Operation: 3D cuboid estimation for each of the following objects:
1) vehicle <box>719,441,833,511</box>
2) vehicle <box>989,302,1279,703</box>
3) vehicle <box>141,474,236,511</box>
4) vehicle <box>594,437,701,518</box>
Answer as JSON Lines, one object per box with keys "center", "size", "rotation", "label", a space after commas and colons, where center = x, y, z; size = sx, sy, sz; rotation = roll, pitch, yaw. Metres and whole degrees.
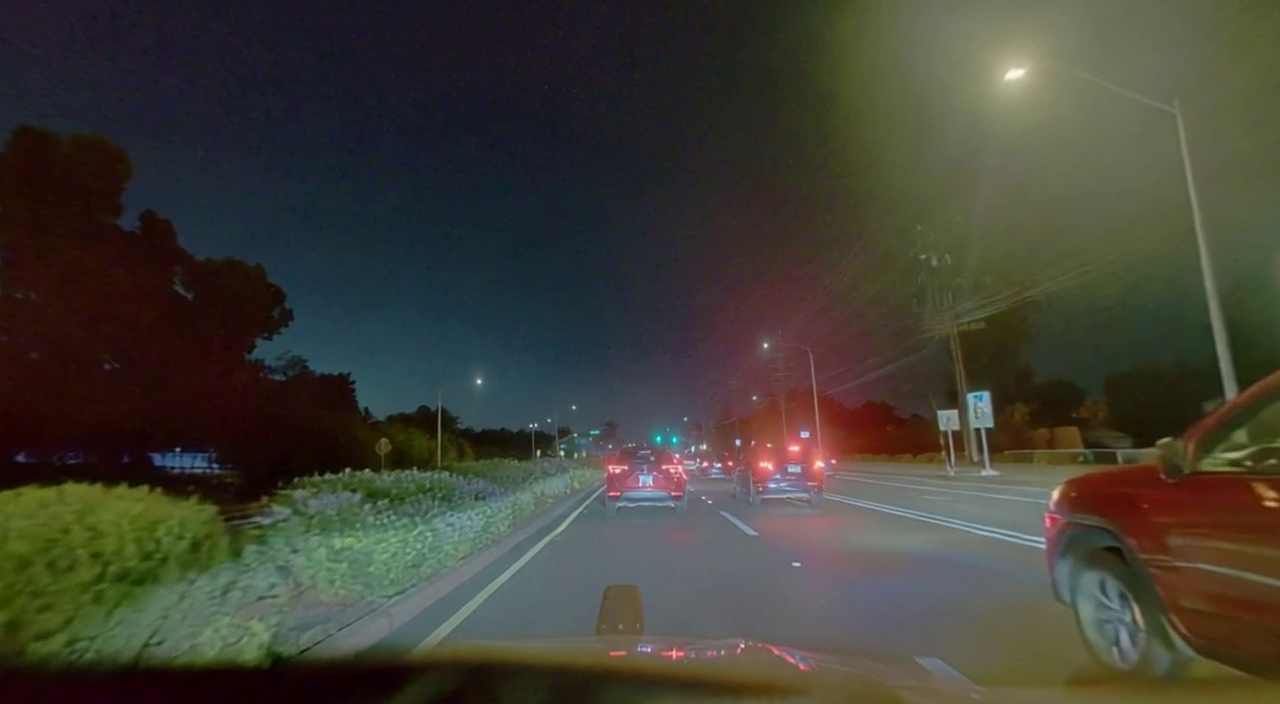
{"center": [3.392, 3.151, 16.625], "size": [2.064, 1.591, 4.081], "rotation": [0, -8, 0], "label": "vehicle"}
{"center": [3.399, 0.665, 1.856], "size": [2.097, 1.818, 4.625], "rotation": [0, -8, 0], "label": "vehicle"}
{"center": [-22.590, 7.031, 31.828], "size": [1.847, 1.554, 3.926], "rotation": [0, -8, 0], "label": "vehicle"}
{"center": [0.148, 2.902, 15.179], "size": [2.199, 1.641, 4.232], "rotation": [0, -8, 0], "label": "vehicle"}
